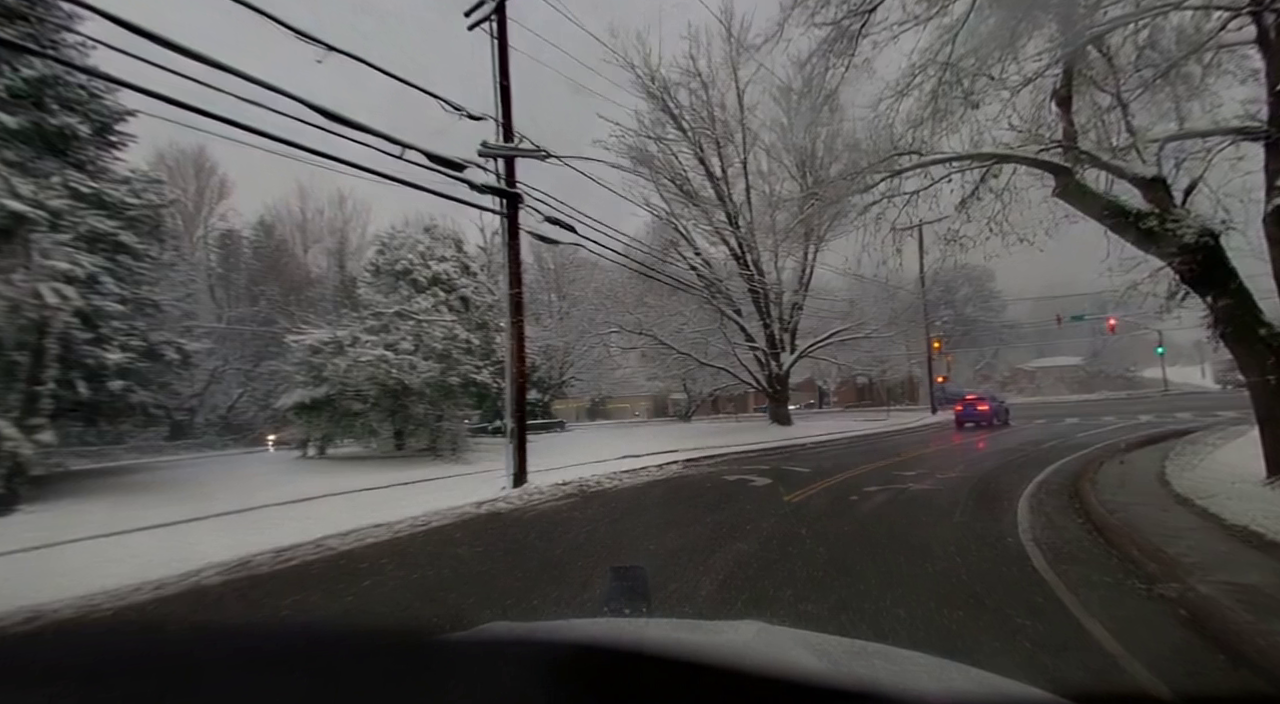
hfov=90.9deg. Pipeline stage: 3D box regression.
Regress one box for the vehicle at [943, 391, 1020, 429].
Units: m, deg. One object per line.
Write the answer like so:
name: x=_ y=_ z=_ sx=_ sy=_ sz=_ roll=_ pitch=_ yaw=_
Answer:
vehicle: x=17.934 y=3.103 z=33.025 sx=4.704 sy=1.726 sz=1.928 roll=7 pitch=-11 yaw=-41
